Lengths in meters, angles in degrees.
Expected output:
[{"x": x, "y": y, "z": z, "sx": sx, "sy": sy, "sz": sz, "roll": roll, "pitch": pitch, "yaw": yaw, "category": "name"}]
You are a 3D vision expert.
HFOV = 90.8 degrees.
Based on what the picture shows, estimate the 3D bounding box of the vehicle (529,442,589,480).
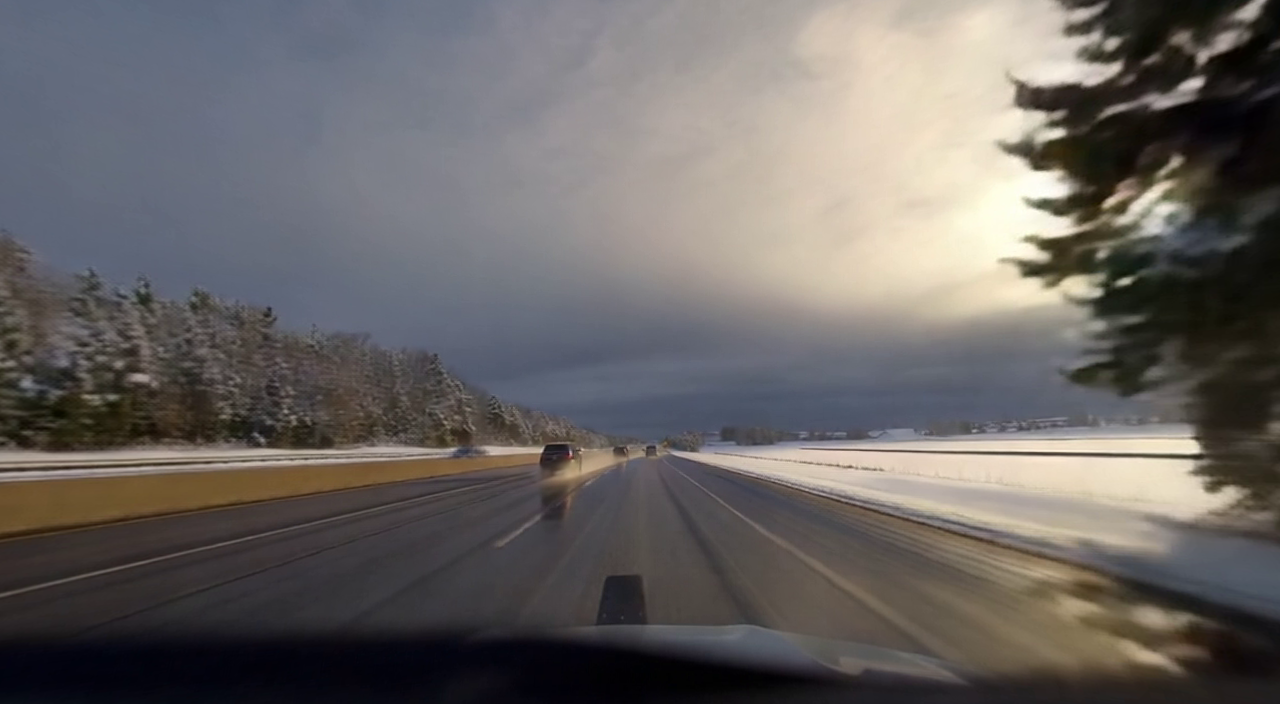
[{"x": -3.863, "y": 5.295, "z": 30.908, "sx": 2.188, "sy": 1.692, "sz": 4.623, "roll": 0, "pitch": -9, "yaw": 1, "category": "vehicle"}]

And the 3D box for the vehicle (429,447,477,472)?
[{"x": -11.693, "y": 6.743, "z": 39.706, "sx": 1.801, "sy": 1.459, "sz": 3.745, "roll": 0, "pitch": -9, "yaw": 2, "category": "vehicle"}]
